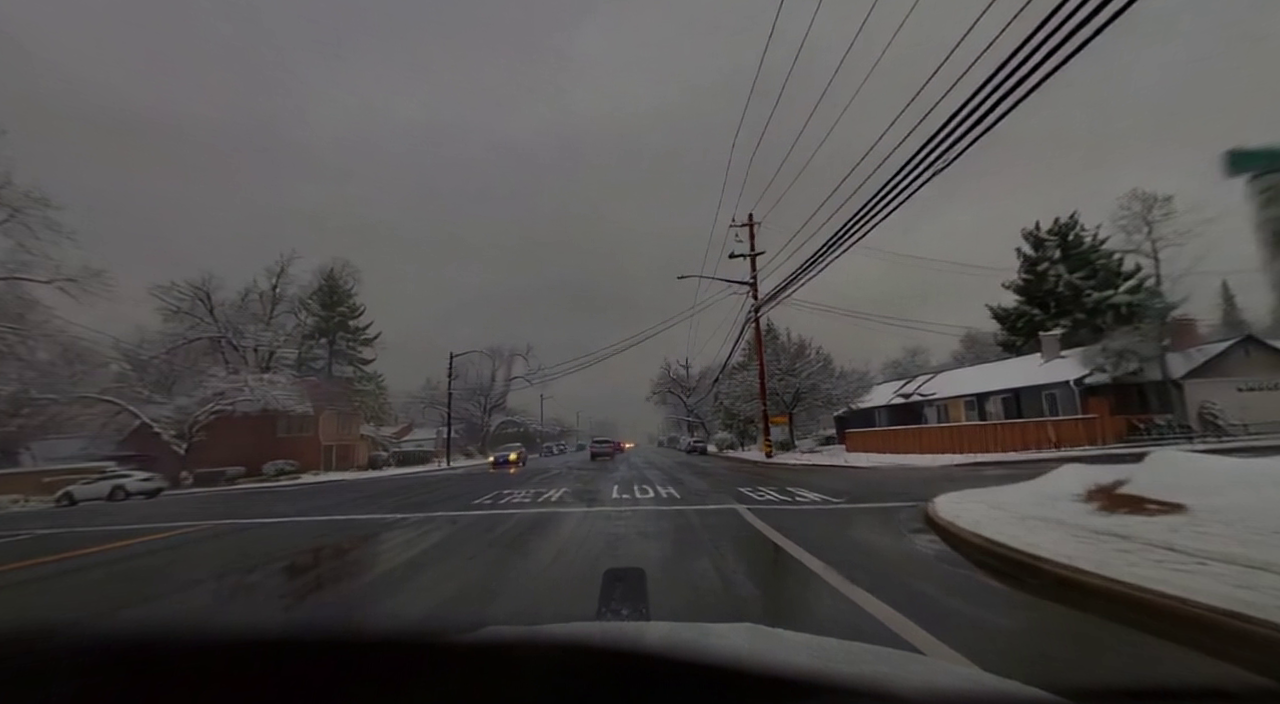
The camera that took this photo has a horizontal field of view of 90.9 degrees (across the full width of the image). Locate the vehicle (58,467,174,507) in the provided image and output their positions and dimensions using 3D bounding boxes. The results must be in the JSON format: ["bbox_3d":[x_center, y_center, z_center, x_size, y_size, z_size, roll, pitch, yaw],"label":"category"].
[{"bbox_3d":[-27.401,7.048,33.231,1.938,1.725,4.846,0,-9,0],"label":"vehicle"}]

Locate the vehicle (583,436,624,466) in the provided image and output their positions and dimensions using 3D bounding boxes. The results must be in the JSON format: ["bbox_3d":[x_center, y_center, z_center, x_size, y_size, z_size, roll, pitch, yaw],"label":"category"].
[{"bbox_3d":[-2.333,6.501,41.523,2.327,1.861,4.941,0,-9,1],"label":"vehicle"}]

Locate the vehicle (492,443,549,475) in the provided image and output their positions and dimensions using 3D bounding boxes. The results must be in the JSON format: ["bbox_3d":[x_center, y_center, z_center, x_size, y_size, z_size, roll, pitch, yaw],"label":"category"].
[{"bbox_3d":[-6.368,5.736,34.039,2.155,1.533,4.530,-2,-9,0],"label":"vehicle"}]
